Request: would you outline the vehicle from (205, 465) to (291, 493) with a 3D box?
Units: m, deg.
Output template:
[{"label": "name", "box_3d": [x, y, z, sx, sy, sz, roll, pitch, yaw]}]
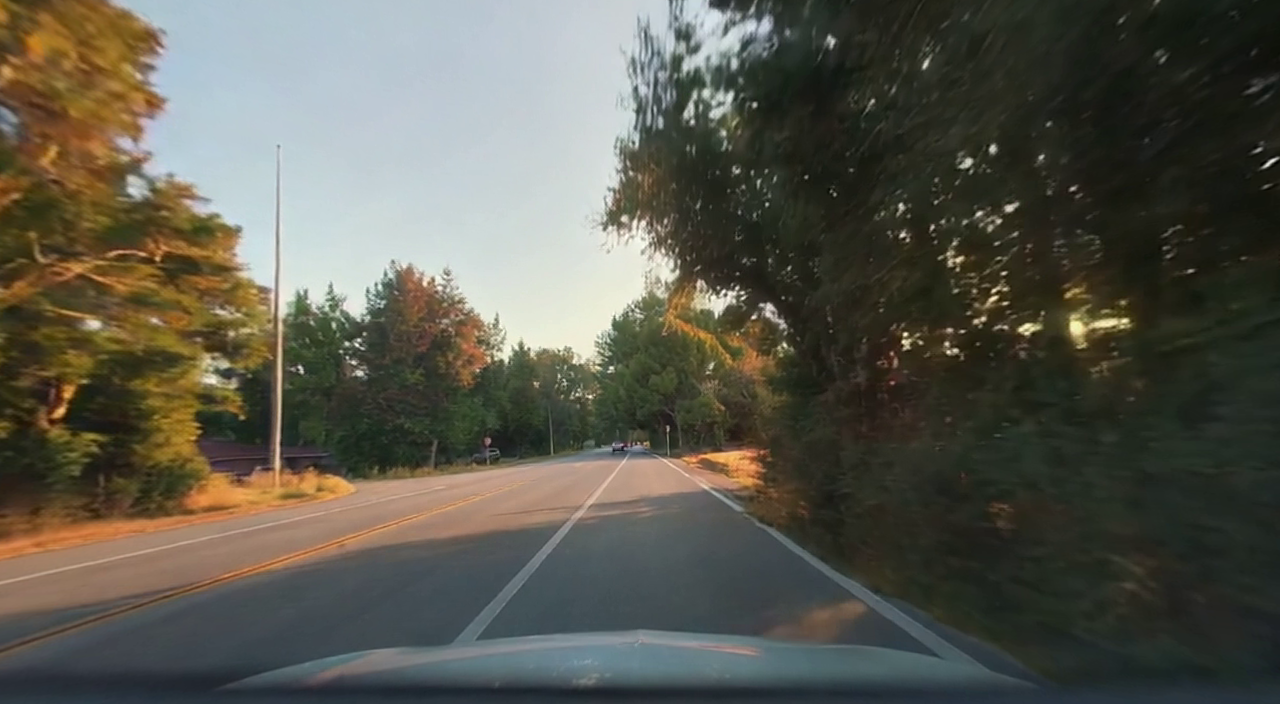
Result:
[{"label": "vehicle", "box_3d": [-23.687, 7.676, 38.263, 3.850, 1.521, 1.967, 0, -9, 0]}]
